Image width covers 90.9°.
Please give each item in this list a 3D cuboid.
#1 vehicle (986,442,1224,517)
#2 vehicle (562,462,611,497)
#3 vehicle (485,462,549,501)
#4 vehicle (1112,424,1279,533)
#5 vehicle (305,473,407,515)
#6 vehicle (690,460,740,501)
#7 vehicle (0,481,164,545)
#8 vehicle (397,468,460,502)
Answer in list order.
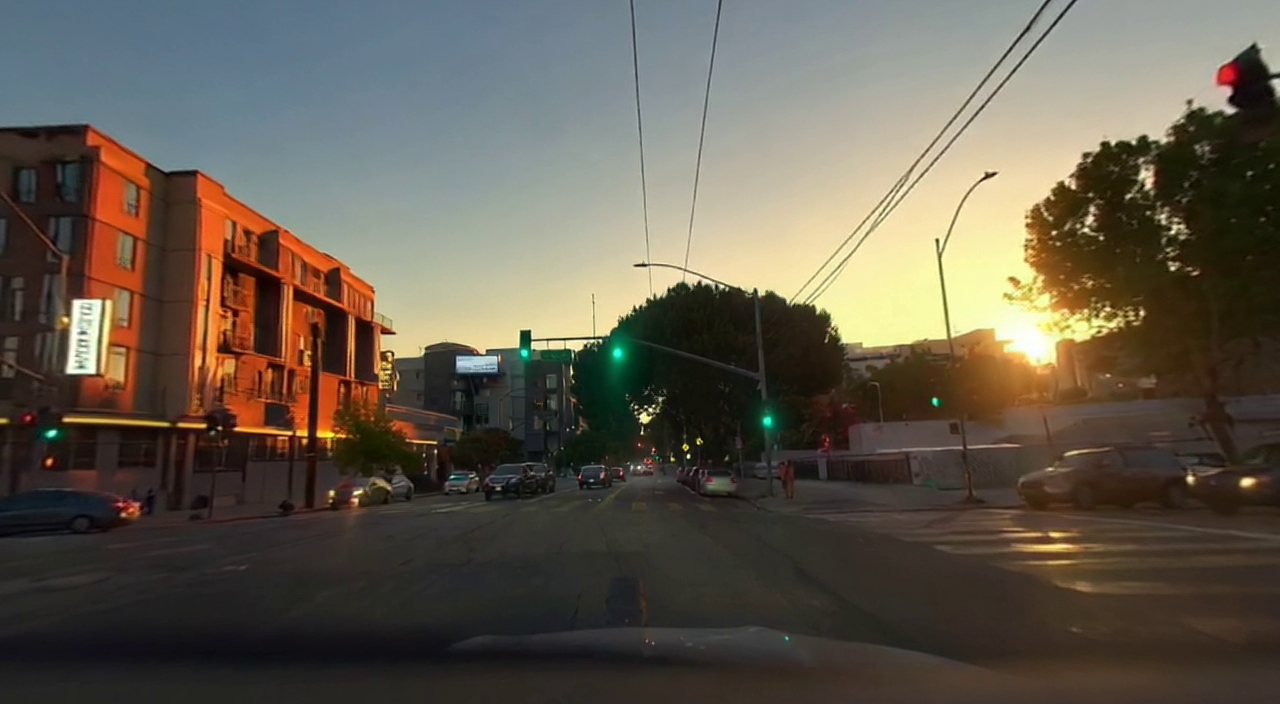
[{"bbox_3d":[11.360,3.122,15.680,4.288,1.689,1.909,0,-9,2],"label":"vehicle"},{"bbox_3d":[-2.578,6.291,31.345,1.973,1.496,3.713,0,-9,2],"label":"vehicle"},{"bbox_3d":[-5.579,5.890,29.042,1.942,1.559,4.298,0,-9,2],"label":"vehicle"},{"bbox_3d":[12.822,2.368,12.479,5.004,1.771,2.159,-4,-8,2],"label":"vehicle"},{"bbox_3d":[-12.126,6.073,27.330,1.934,1.434,4.636,-1,-9,5],"label":"vehicle"},{"bbox_3d":[3.637,6.276,31.088,1.924,1.765,3.954,0,-9,-1],"label":"vehicle"},{"bbox_3d":[-16.944,4.596,18.244,1.999,1.466,4.535,-6,-11,33],"label":"vehicle"},{"bbox_3d":[-11.704,7.367,35.186,1.933,1.628,3.973,0,-9,3],"label":"vehicle"}]
